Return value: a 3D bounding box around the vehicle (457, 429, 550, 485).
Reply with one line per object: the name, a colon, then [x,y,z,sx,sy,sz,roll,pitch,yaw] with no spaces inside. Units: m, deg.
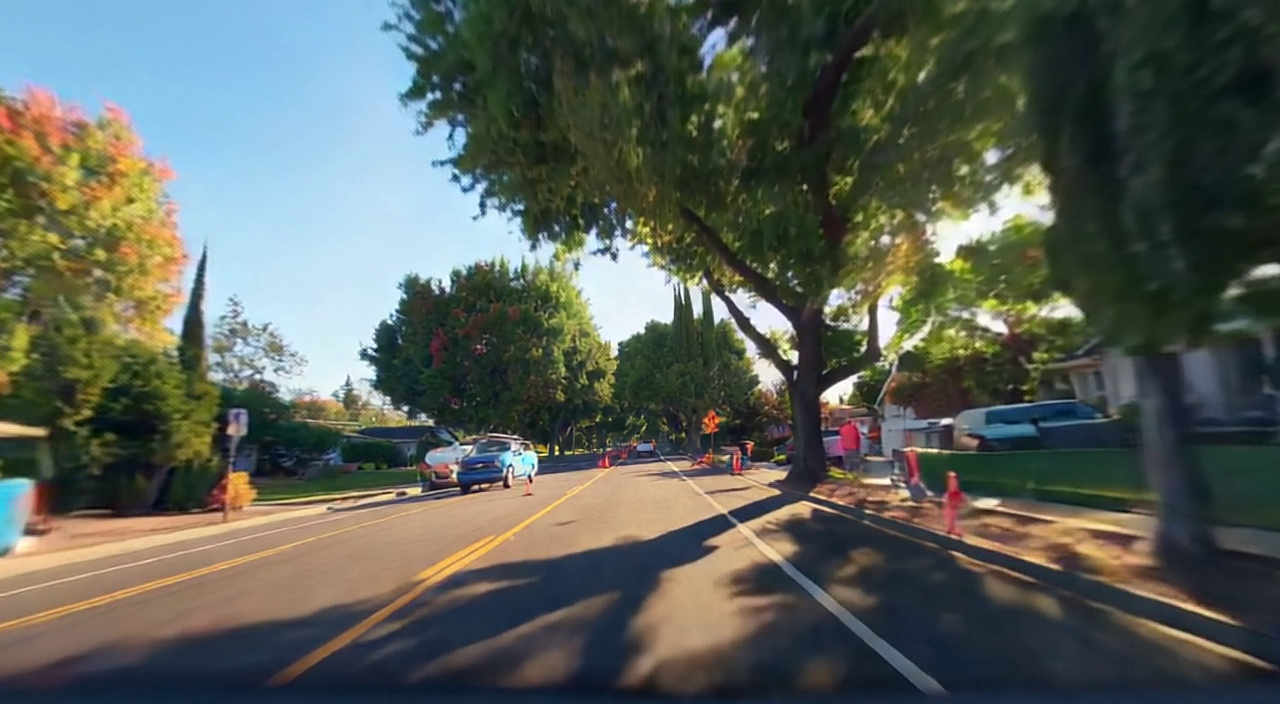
vehicle: [-6.190,4.855,29.429,2.517,2.323,5.205,-1,-8,8]
